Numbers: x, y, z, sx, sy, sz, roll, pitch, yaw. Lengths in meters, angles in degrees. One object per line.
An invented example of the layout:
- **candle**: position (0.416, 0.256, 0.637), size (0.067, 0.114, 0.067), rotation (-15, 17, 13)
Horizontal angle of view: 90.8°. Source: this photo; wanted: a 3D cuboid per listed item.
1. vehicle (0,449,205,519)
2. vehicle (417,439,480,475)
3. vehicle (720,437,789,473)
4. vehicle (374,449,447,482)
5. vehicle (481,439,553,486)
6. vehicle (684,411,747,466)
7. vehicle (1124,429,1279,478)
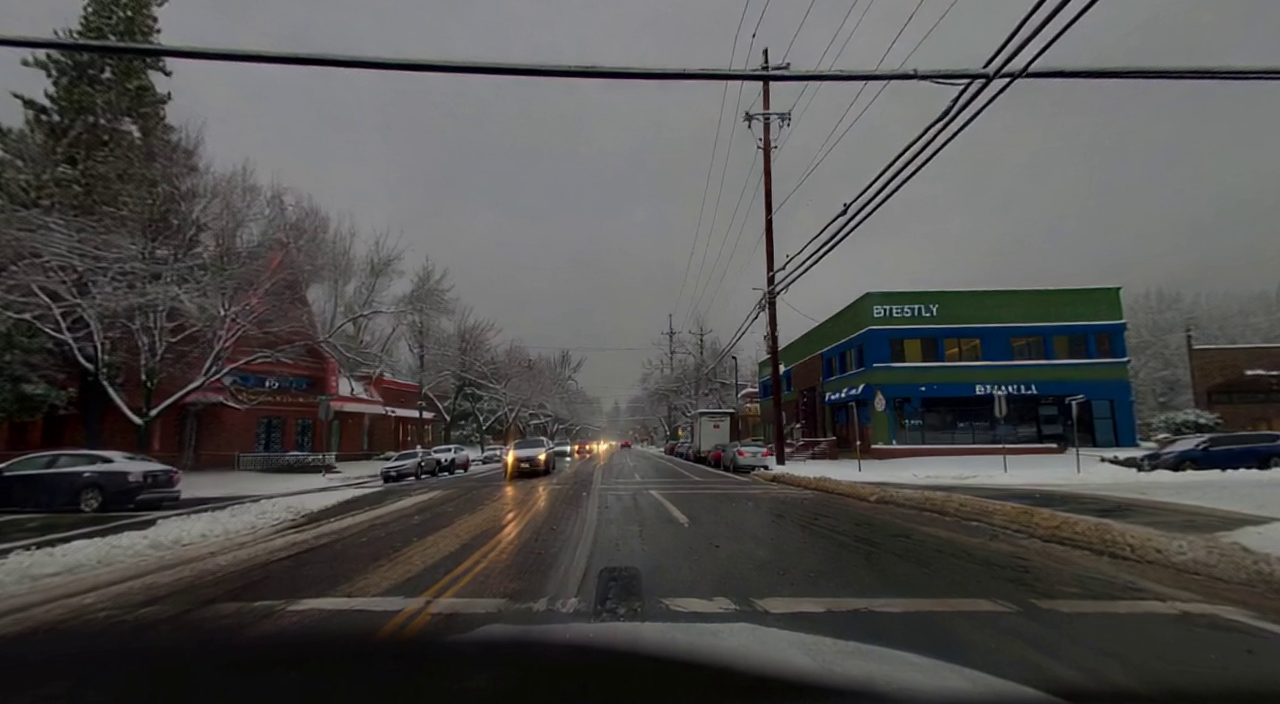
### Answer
- **vehicle**: position (-13.782, 3.168, 15.505), size (4.729, 1.518, 2.107), rotation (4, -9, -25)
- **vehicle**: position (-10.845, 5.989, 36.178), size (2.072, 1.818, 4.951), rotation (-3, -9, 0)
- **vehicle**: position (5.595, 5.107, 31.540), size (1.963, 1.646, 4.204), rotation (2, -9, -11)
- **vehicle**: position (-10.953, 5.403, 30.485), size (1.978, 1.452, 4.263), rotation (0, -8, 0)
- **vehicle**: position (-4.300, 3.916, 22.707), size (1.914, 1.506, 4.125), rotation (0, -8, -3)
- **vehicle**: position (4.599, 5.553, 40.290), size (2.815, 3.203, 7.558), rotation (0, -8, -2)
- **vehicle**: position (18.623, 3.247, 20.352), size (4.368, 1.479, 1.985), rotation (0, -8, 1)
